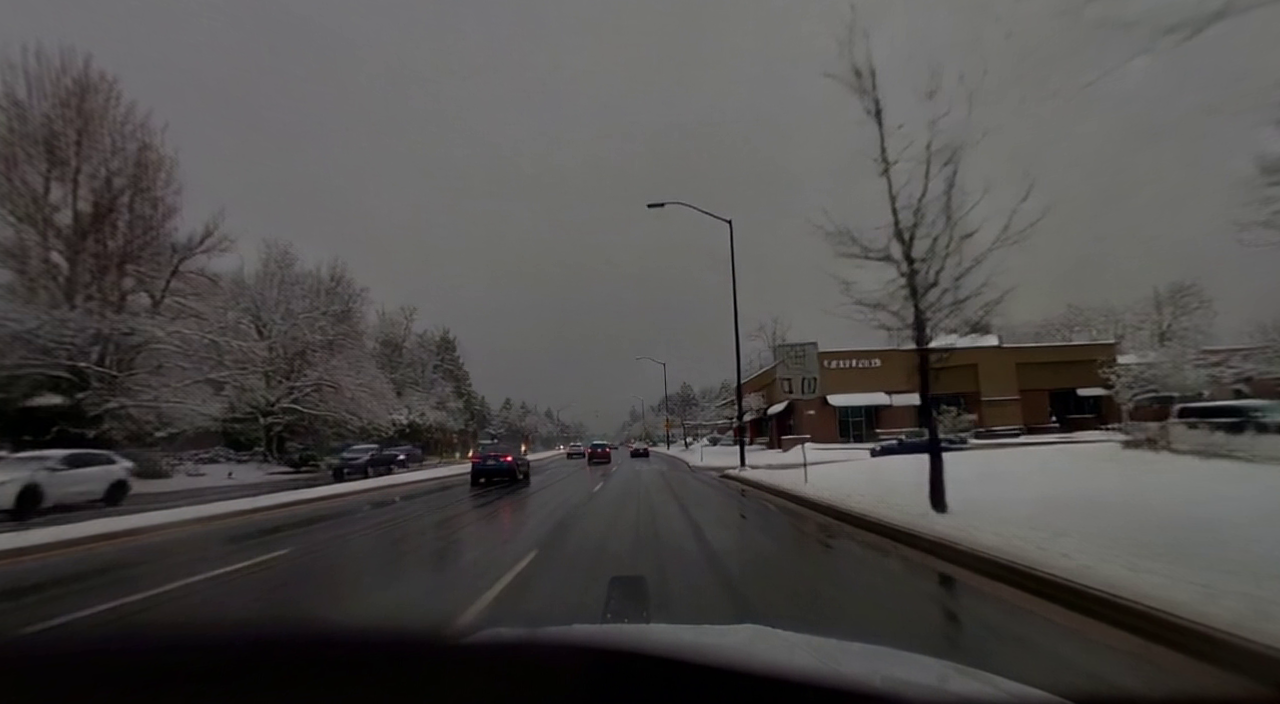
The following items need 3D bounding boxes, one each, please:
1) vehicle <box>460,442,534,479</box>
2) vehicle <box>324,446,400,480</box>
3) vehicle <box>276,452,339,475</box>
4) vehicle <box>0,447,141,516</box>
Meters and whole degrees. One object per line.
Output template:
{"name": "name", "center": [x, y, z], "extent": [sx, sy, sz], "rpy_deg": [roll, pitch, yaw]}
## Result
{"name": "vehicle", "center": [-5.982, 4.578, 26.893], "extent": [2.072, 1.427, 4.328], "rpy_deg": [0, -9, 1]}
{"name": "vehicle", "center": [-13.359, 5.322, 30.607], "extent": [1.937, 1.526, 4.530], "rpy_deg": [1, -9, -5]}
{"name": "vehicle", "center": [-26.264, 8.802, 49.804], "extent": [4.615, 1.734, 2.073], "rpy_deg": [-5, -10, 28]}
{"name": "vehicle", "center": [-17.726, 3.745, 18.764], "extent": [2.027, 1.773, 4.501], "rpy_deg": [0, -9, -1]}
